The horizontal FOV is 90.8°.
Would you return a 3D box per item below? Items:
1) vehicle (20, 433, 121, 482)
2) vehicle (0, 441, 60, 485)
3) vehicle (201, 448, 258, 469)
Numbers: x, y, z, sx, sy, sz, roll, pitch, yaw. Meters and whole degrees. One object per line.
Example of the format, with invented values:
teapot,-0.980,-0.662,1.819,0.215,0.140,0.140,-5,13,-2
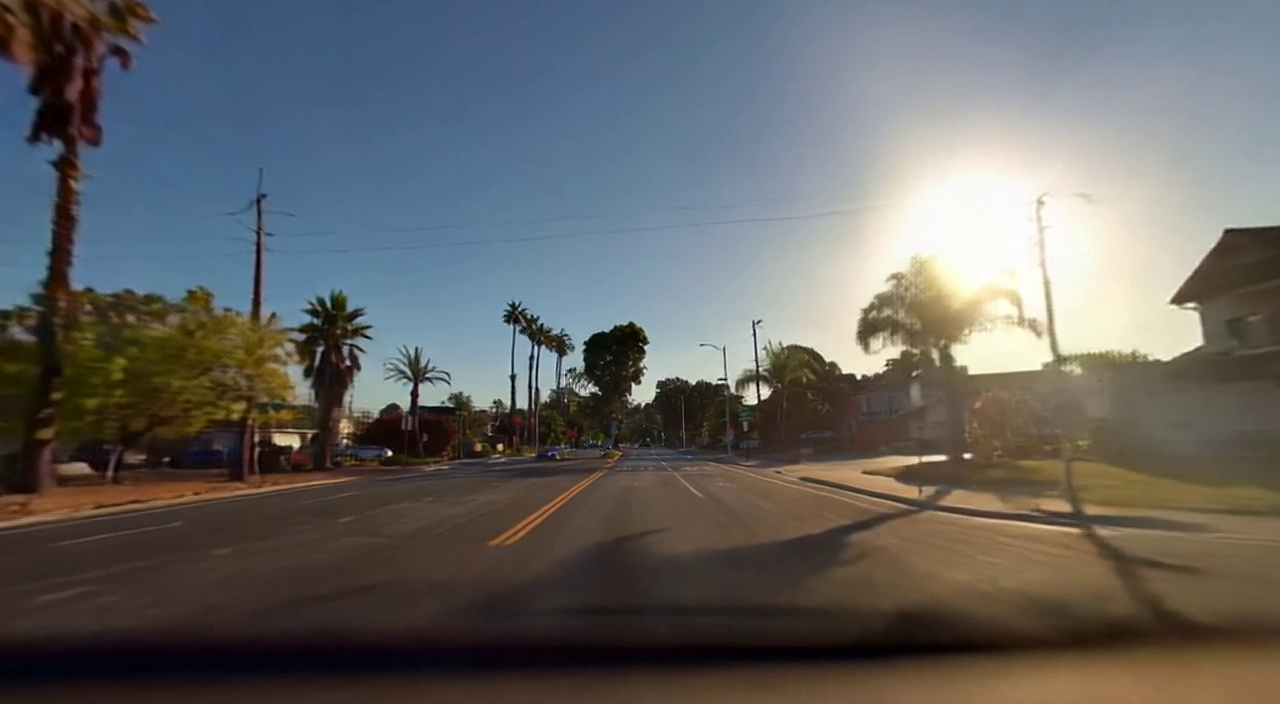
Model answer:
vehicle,-26.863,4.919,29.776,4.793,2.087,1.929,-4,-10,30
vehicle,-26.743,4.690,26.765,4.270,1.690,1.978,-6,-9,32
vehicle,-32.441,8.406,49.884,4.072,1.545,1.920,-4,-9,27
